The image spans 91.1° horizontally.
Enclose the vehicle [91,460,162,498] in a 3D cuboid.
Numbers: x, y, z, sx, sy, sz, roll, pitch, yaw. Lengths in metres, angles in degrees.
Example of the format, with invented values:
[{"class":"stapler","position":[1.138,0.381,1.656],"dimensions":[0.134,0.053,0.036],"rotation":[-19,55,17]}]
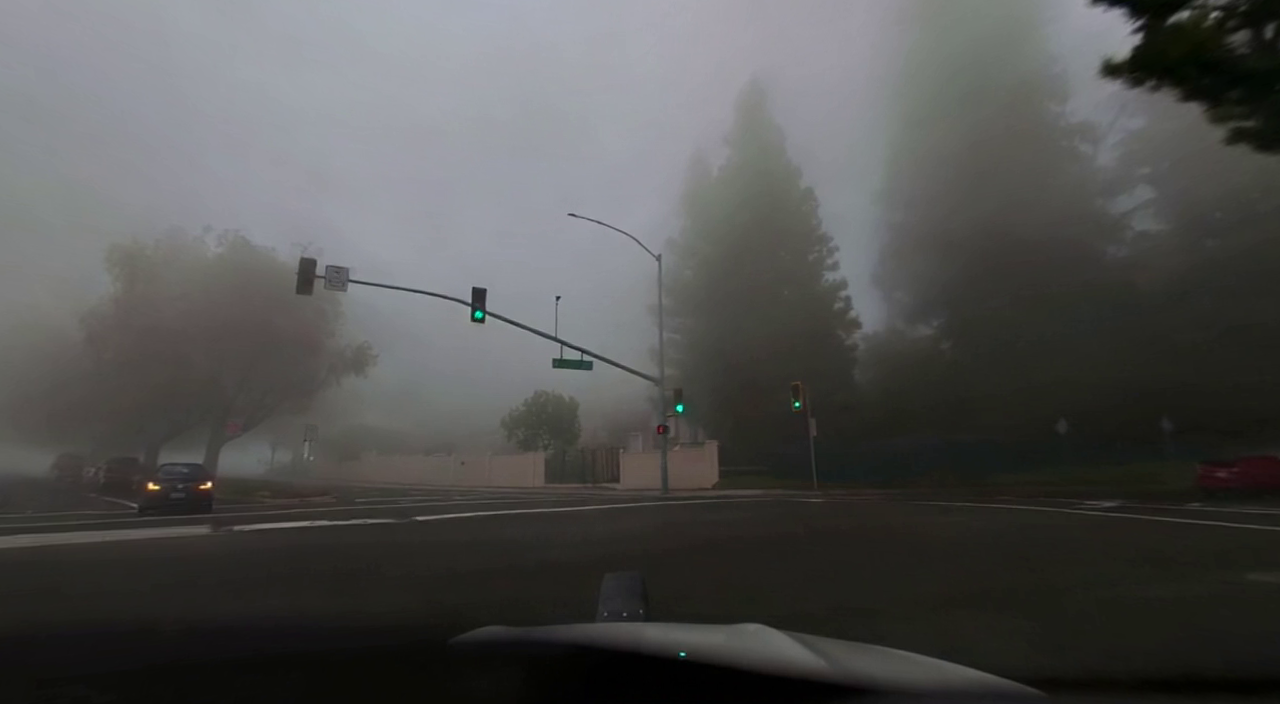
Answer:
[{"class":"vehicle","position":[-23.602,5.761,28.796],"dimensions":[4.286,1.476,1.888],"rotation":[-8,-11,43]}]

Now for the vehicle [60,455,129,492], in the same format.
[{"class":"vehicle","position":[-30.422,6.714,34.939],"dimensions":[4.857,1.809,2.196],"rotation":[-8,-11,42]}]

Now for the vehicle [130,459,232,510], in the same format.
[{"class":"vehicle","position":[-16.231,4.566,22.088],"dimensions":[4.652,1.464,1.912],"rotation":[-8,-11,42]}]
